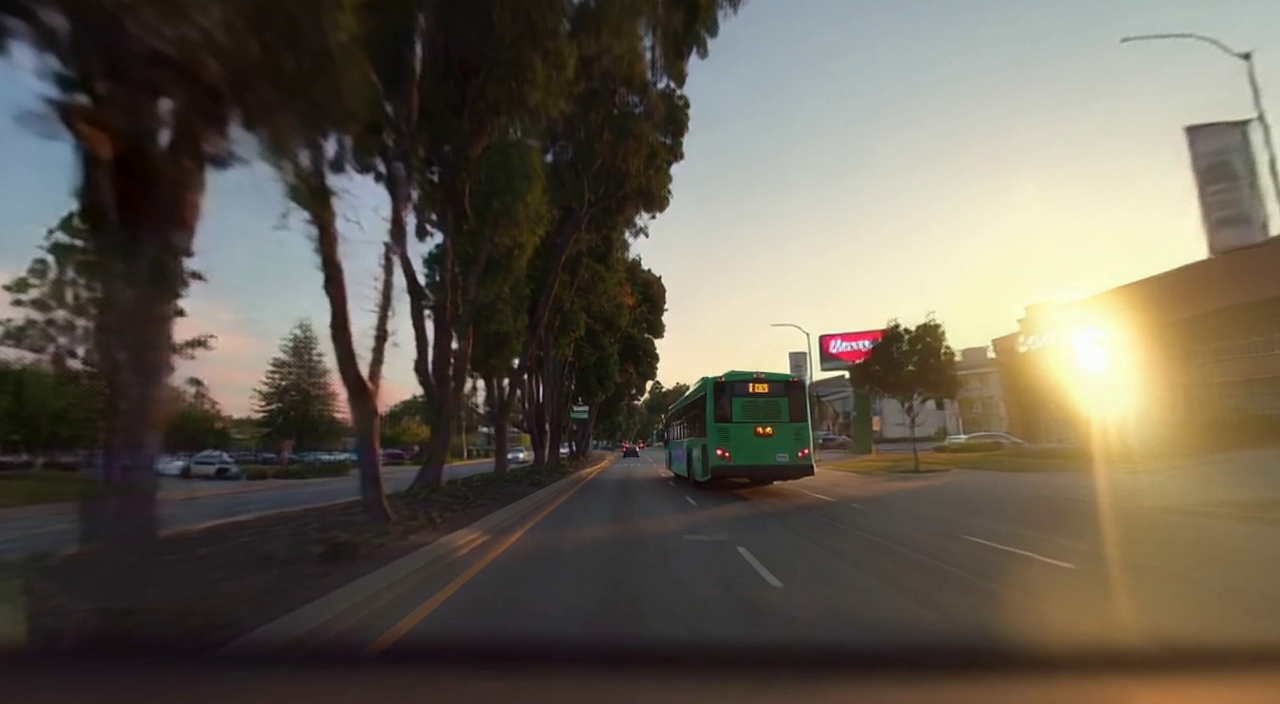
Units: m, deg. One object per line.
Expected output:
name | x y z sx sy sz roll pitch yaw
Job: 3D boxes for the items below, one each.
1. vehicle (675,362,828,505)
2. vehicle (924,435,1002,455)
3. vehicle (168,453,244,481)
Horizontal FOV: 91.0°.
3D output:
vehicle | 2.824 2.543 19.278 2.766 3.306 9.281 0 -8 -1
vehicle | 23.854 6.876 46.591 4.659 1.434 1.900 -1 -8 2
vehicle | -32.142 8.502 46.818 2.119 1.714 4.993 -2 -8 0
